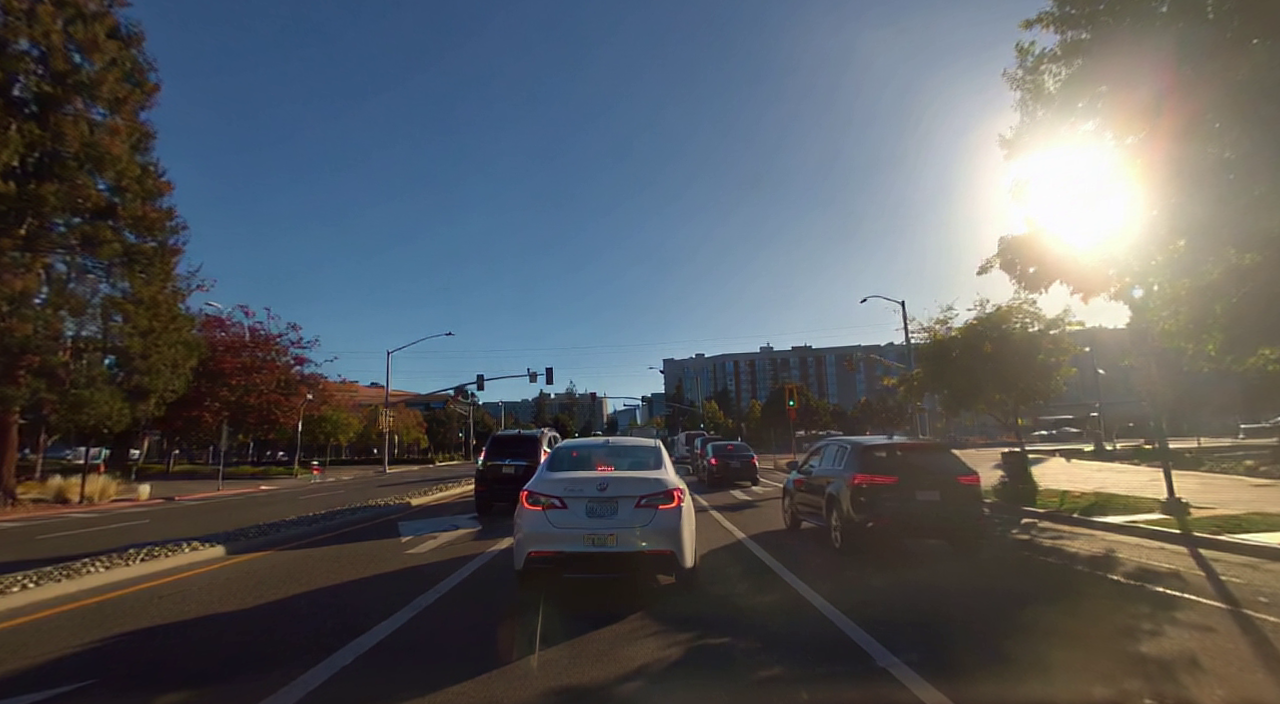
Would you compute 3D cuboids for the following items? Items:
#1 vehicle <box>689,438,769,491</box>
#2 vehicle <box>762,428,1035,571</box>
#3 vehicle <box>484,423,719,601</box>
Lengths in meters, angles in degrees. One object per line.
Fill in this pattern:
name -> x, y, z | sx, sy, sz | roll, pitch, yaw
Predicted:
vehicle -> 2.864, 3.713, 21.194 | 1.874, 1.556, 4.116 | 0, -9, -3
vehicle -> 3.139, 1.873, 8.829 | 1.910, 1.474, 4.263 | 0, -9, -1
vehicle -> -0.355, 1.637, 7.237 | 2.006, 1.487, 3.535 | 0, -9, -1
